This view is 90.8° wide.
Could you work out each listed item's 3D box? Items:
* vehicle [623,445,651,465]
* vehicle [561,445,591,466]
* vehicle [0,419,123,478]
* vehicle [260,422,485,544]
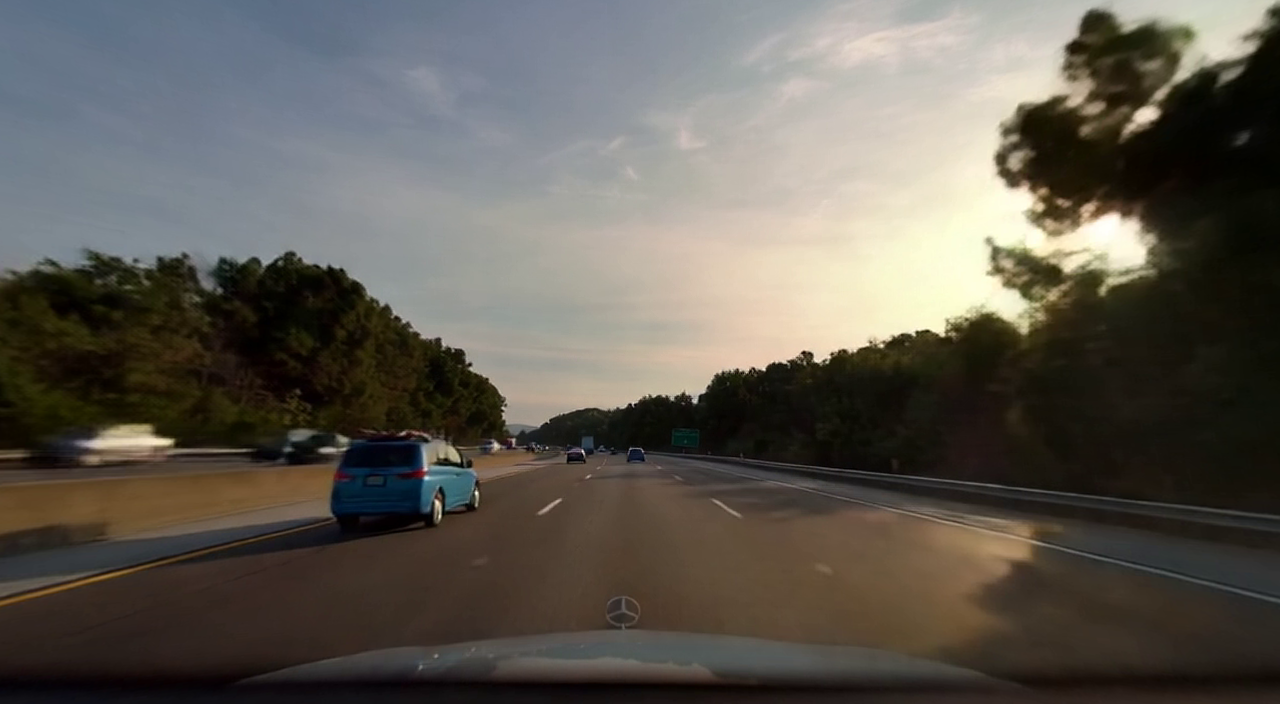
[{"bbox_3d":[-0.255,7.912,48.484,2.008,1.499,3.192,0,-9,-3],"label":"vehicle"},{"bbox_3d":[-4.982,8.126,49.735,2.054,1.500,4.469,0,-9,-2],"label":"vehicle"},{"bbox_3d":[-17.455,2.724,17.836,1.846,1.488,4.503,0,-9,-1],"label":"vehicle"},{"bbox_3d":[-4.230,2.128,10.880,2.088,1.675,4.108,0,-9,-1],"label":"vehicle"}]
